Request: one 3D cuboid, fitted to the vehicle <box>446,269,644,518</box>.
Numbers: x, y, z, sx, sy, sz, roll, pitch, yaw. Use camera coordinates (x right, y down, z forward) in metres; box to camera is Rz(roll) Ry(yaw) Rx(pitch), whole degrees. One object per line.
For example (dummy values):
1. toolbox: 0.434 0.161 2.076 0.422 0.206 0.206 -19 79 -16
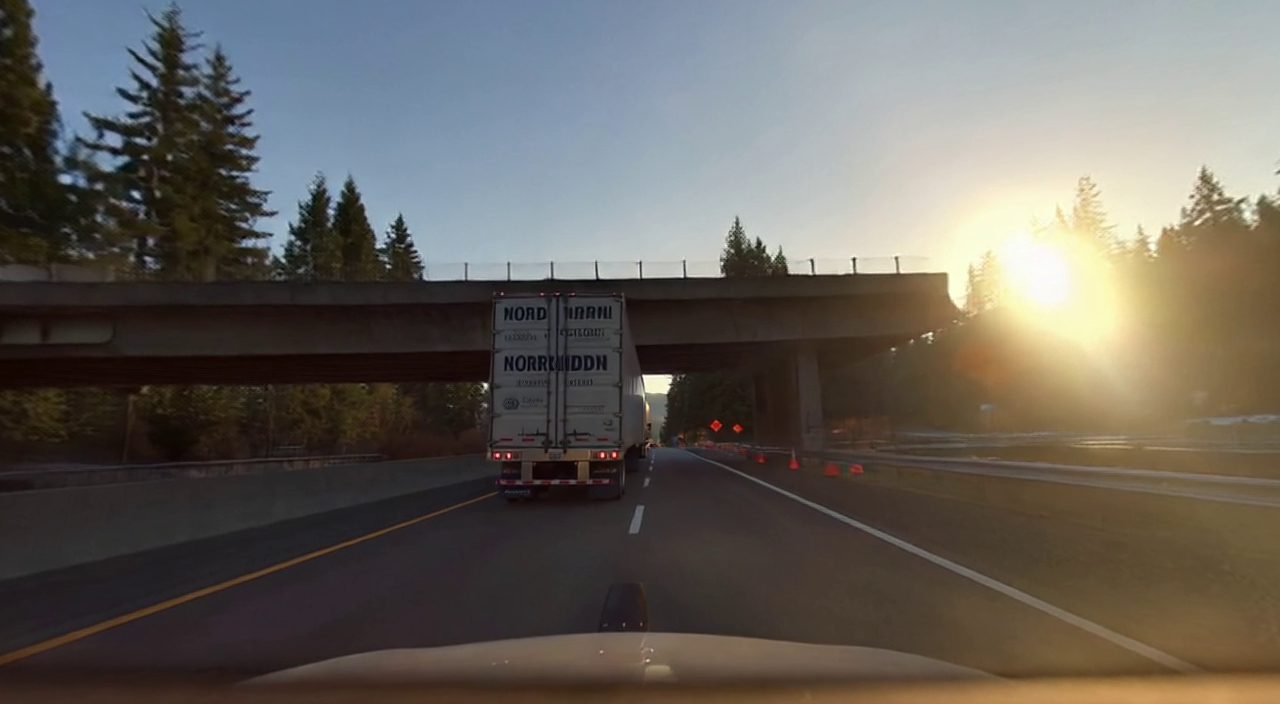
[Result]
1. vehicle: -1.446 1.808 18.362 2.873 4.060 16.327 0 -8 1
